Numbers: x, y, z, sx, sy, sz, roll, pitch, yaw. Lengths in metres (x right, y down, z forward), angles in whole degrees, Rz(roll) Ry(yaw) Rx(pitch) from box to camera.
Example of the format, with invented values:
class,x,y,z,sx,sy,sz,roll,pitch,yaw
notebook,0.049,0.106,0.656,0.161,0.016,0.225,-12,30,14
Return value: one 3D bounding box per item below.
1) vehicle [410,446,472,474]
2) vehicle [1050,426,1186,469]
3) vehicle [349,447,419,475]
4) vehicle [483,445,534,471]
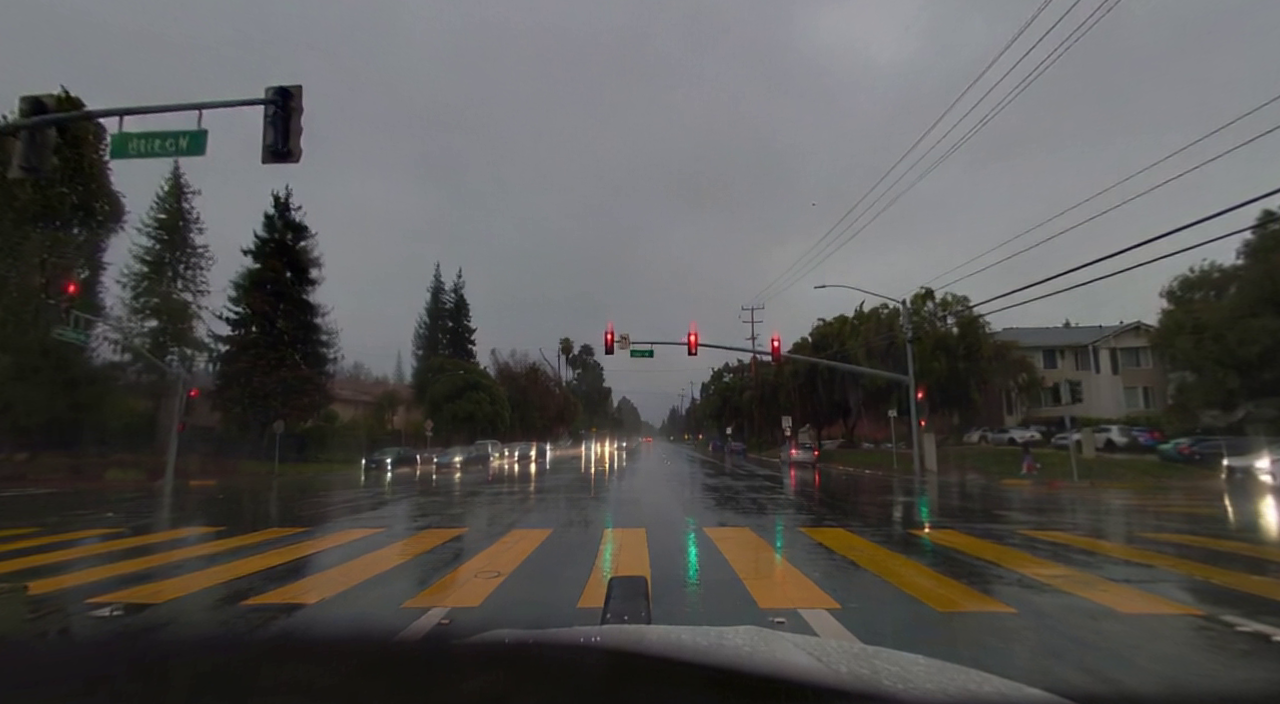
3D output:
class,x,y,z,sx,sy,sz,roll,pitch,yaw
vehicle,-10.970,5.950,35.068,2.007,1.451,4.242,0,-8,1
vehicle,25.281,5.100,33.682,2.177,2.086,5.514,2,-9,-14
vehicle,-14.627,6.232,36.330,2.035,1.470,4.677,0,-8,0
vehicle,-7.664,6.191,37.132,1.958,1.415,4.312,0,-8,1
